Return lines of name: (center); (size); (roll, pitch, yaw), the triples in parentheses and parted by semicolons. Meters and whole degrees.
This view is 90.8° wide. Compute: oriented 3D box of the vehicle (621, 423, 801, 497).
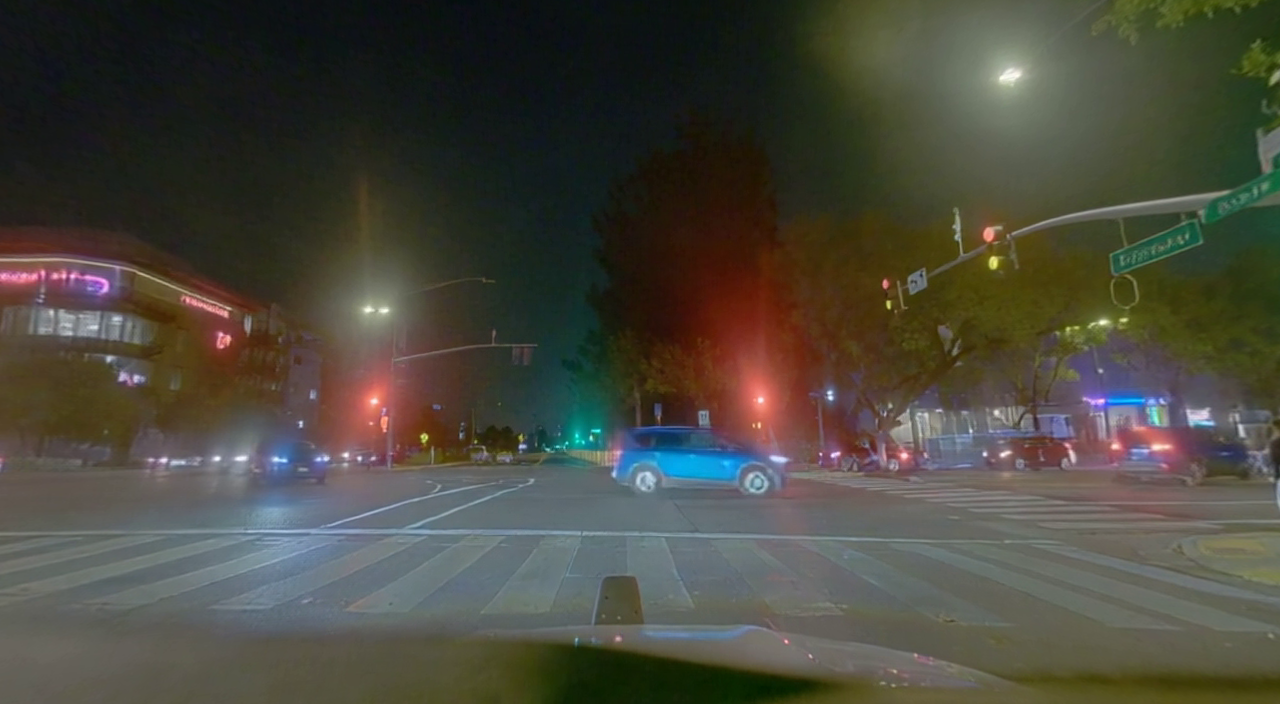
vehicle: (1.848, 2.880, 17.040); (4.509, 1.821, 2.066); (-1, -8, 6)

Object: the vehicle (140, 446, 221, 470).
vehicle: (-31.231, 7.214, 43.201); (1.892, 1.525, 5.171); (0, -8, -3)

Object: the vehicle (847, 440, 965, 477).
vehicle: (11.566, 4.627, 27.573); (4.317, 1.491, 1.896); (1, -9, -10)

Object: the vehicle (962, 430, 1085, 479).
vehicle: (15.271, 4.033, 25.103); (4.742, 1.762, 2.180); (5, -10, -33)

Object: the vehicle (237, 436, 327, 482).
vehicle: (-13.545, 3.980, 23.793); (2.007, 1.540, 4.312); (7, -11, -40)

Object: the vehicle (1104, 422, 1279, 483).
vehicle: (18.726, 3.329, 21.231); (6.196, 1.777, 2.457); (4, -9, -28)
